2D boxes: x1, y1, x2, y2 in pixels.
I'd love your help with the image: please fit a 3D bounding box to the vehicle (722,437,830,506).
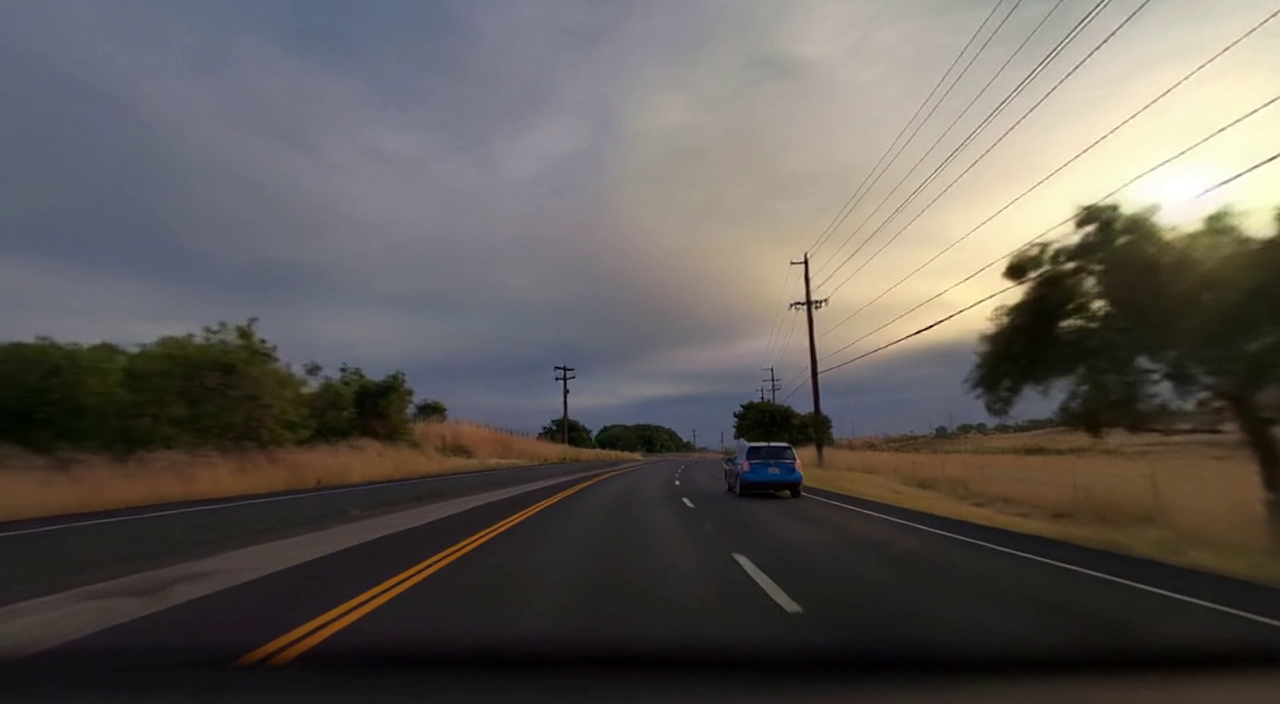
[{"bbox_3d":[3.656,3.302,17.896,2.135,1.692,4.185,0,-9,0],"label":"vehicle"}]
